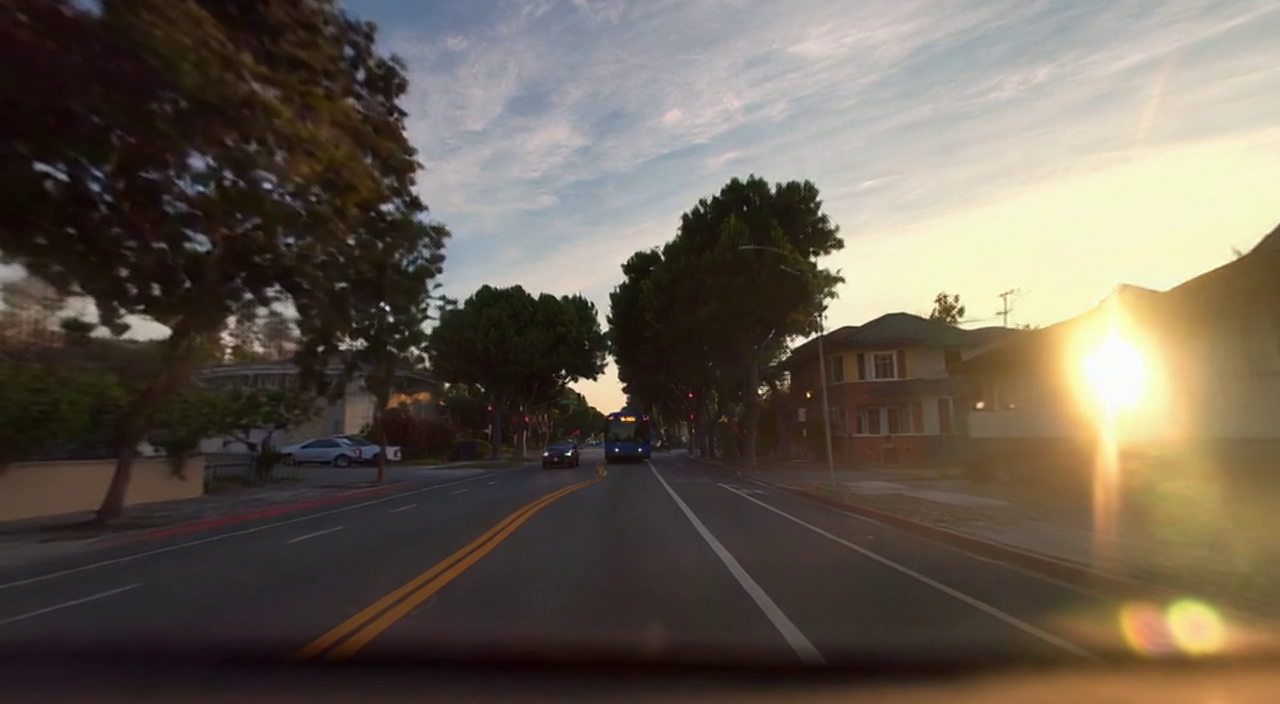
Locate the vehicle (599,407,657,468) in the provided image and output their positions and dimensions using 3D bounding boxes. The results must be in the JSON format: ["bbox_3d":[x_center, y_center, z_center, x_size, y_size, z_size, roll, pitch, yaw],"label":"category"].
[{"bbox_3d":[-0.590,5.634,41.461,3.031,3.200,13.052,3,-8,1],"label":"vehicle"}]

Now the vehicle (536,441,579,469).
[{"bbox_3d":[-4.648,5.877,36.228,1.925,1.489,4.235,0,-8,-1],"label":"vehicle"}]

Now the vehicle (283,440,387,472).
[{"bbox_3d":[-15.878,5.419,33.080,4.481,1.591,1.807,0,-9,-2],"label":"vehicle"}]

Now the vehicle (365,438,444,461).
[{"bbox_3d":[-16.648,6.914,44.813,4.778,1.565,1.919,0,-8,-1],"label":"vehicle"}]
